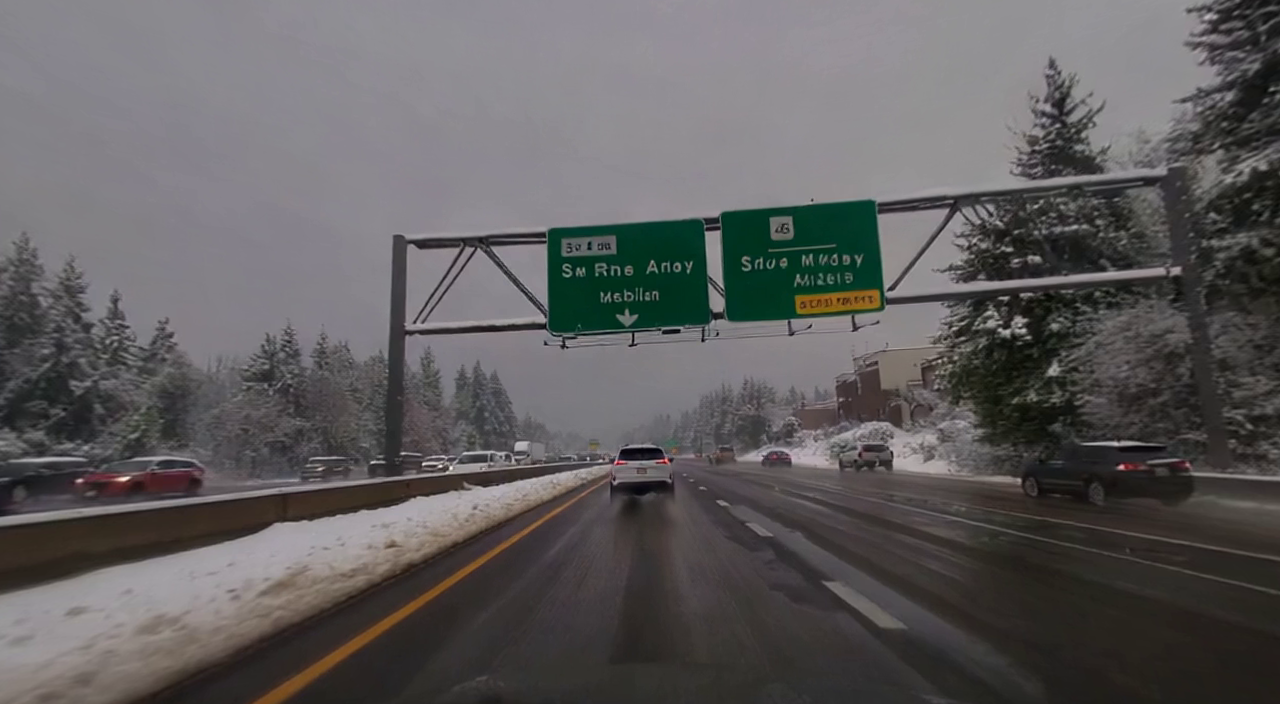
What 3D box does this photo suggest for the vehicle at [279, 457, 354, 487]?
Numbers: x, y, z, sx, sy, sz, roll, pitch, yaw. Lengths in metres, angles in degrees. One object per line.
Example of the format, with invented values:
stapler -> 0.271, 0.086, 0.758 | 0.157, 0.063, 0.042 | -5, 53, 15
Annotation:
vehicle -> -17.526, 6.488, 34.447 | 1.752, 1.449, 4.321 | 0, -9, 1

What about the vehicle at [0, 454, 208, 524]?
vehicle -> -13.864, 3.410, 16.363 | 1.938, 1.468, 4.656 | 0, -9, 2

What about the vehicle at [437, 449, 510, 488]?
vehicle -> -7.442, 5.243, 28.764 | 2.004, 1.596, 4.520 | 0, -9, 2

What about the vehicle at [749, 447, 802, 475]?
vehicle -> 7.549, 6.127, 35.651 | 1.934, 1.461, 4.368 | 0, -9, -1

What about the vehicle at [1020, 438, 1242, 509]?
vehicle -> 11.802, 2.918, 15.708 | 1.901, 1.485, 4.483 | 0, -9, 0

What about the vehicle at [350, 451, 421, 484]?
vehicle -> -14.518, 6.582, 36.357 | 2.032, 1.721, 4.683 | 0, -9, 1

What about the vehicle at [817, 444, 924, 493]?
vehicle -> 7.564, 3.843, 21.216 | 1.958, 1.473, 4.201 | 0, -9, 0

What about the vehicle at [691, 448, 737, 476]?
vehicle -> 4.233, 6.331, 36.676 | 2.115, 1.481, 3.968 | 0, -9, -1

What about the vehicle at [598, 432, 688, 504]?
vehicle -> 0.073, 3.292, 18.368 | 2.298, 1.809, 4.359 | 0, -9, 0
